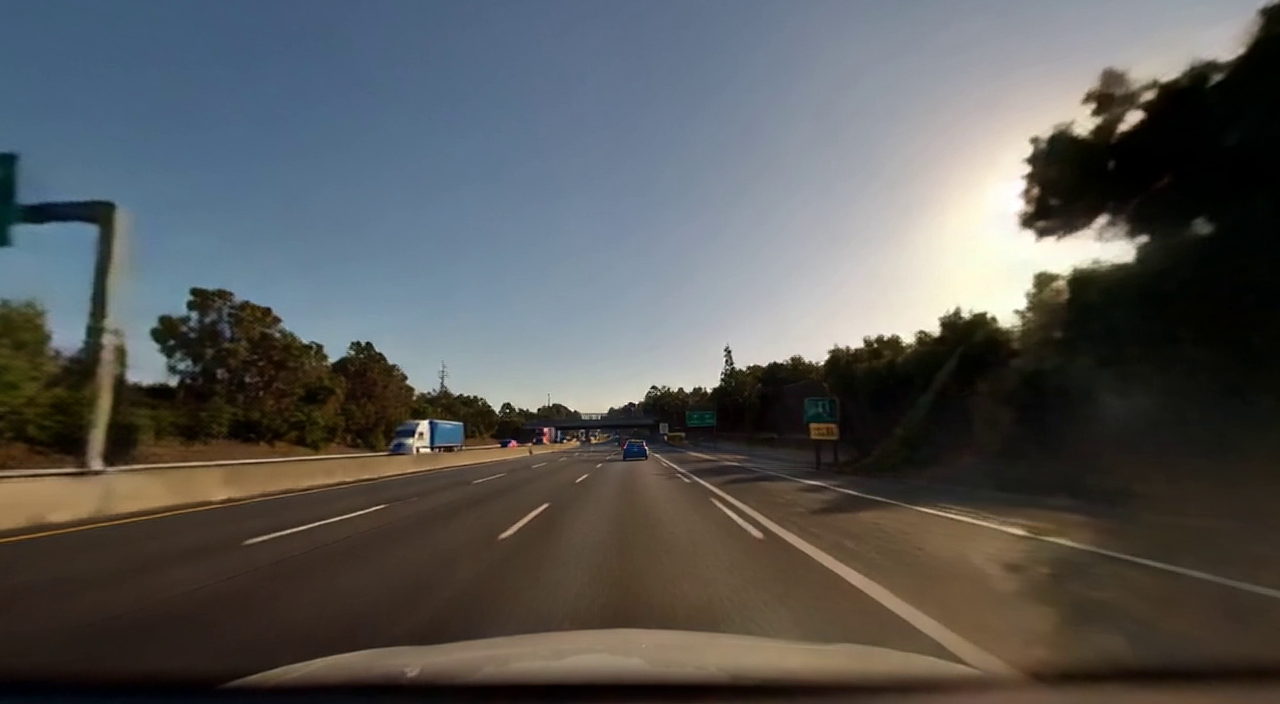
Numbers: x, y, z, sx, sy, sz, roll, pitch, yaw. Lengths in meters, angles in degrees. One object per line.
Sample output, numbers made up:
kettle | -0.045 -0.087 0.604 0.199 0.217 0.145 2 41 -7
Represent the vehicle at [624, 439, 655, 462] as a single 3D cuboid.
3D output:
vehicle | -0.075 6.774 43.459 2.028 1.440 3.690 0 -8 -1
